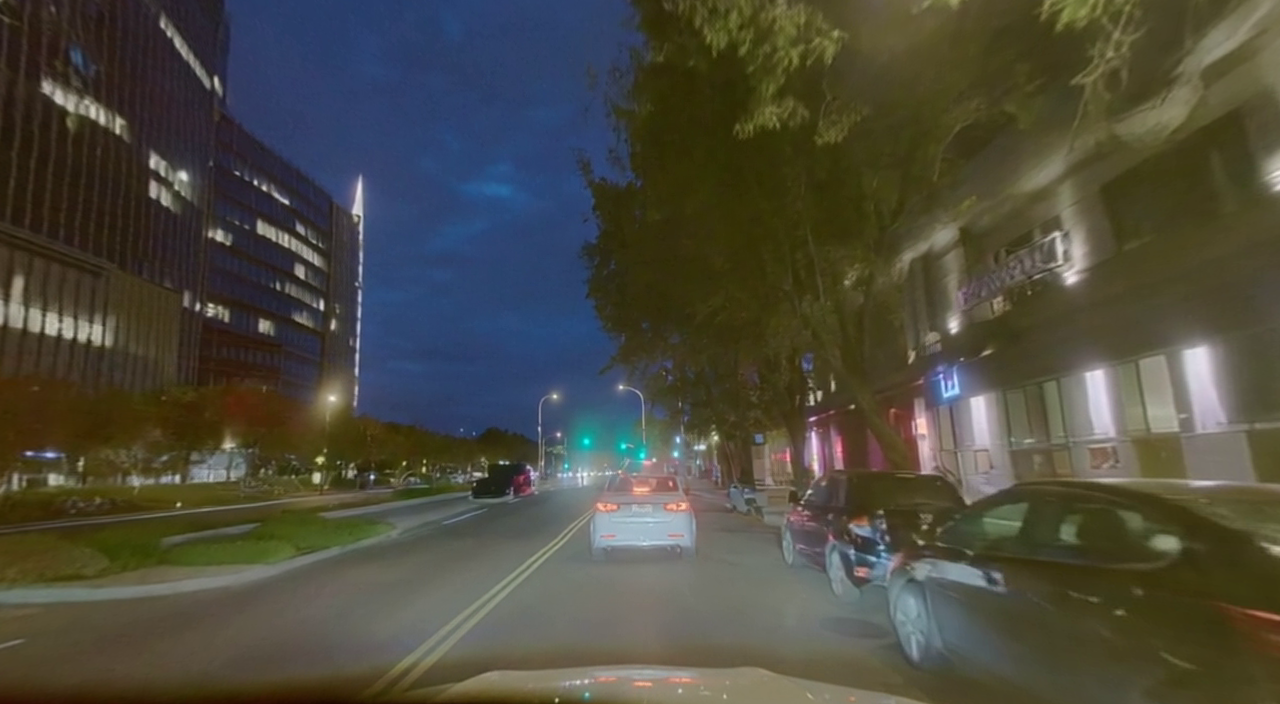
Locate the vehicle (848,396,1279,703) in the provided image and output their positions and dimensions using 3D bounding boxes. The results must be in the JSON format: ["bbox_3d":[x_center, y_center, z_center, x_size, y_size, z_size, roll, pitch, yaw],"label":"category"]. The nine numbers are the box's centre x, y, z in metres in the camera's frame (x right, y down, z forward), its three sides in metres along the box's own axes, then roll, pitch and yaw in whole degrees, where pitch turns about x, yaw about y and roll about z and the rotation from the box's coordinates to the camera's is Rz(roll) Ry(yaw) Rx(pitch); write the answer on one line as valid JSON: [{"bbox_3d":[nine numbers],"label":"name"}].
[{"bbox_3d":[2.669,1.212,3.219,1.884,1.566,4.018,1,-11,1],"label":"vehicle"}]

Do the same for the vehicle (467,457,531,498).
[{"bbox_3d":[-6.587,5.995,29.809,2.024,1.654,4.396,-3,-12,-1],"label":"vehicle"}]

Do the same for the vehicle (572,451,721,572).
[{"bbox_3d":[0.085,2.512,10.416,2.018,1.583,3.646,1,-10,0],"label":"vehicle"}]

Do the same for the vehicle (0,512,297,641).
[{"bbox_3d":[-6.851,2.636,8.067,2.223,0.774,4.789,1,-11,0],"label":"vehicle"}]
